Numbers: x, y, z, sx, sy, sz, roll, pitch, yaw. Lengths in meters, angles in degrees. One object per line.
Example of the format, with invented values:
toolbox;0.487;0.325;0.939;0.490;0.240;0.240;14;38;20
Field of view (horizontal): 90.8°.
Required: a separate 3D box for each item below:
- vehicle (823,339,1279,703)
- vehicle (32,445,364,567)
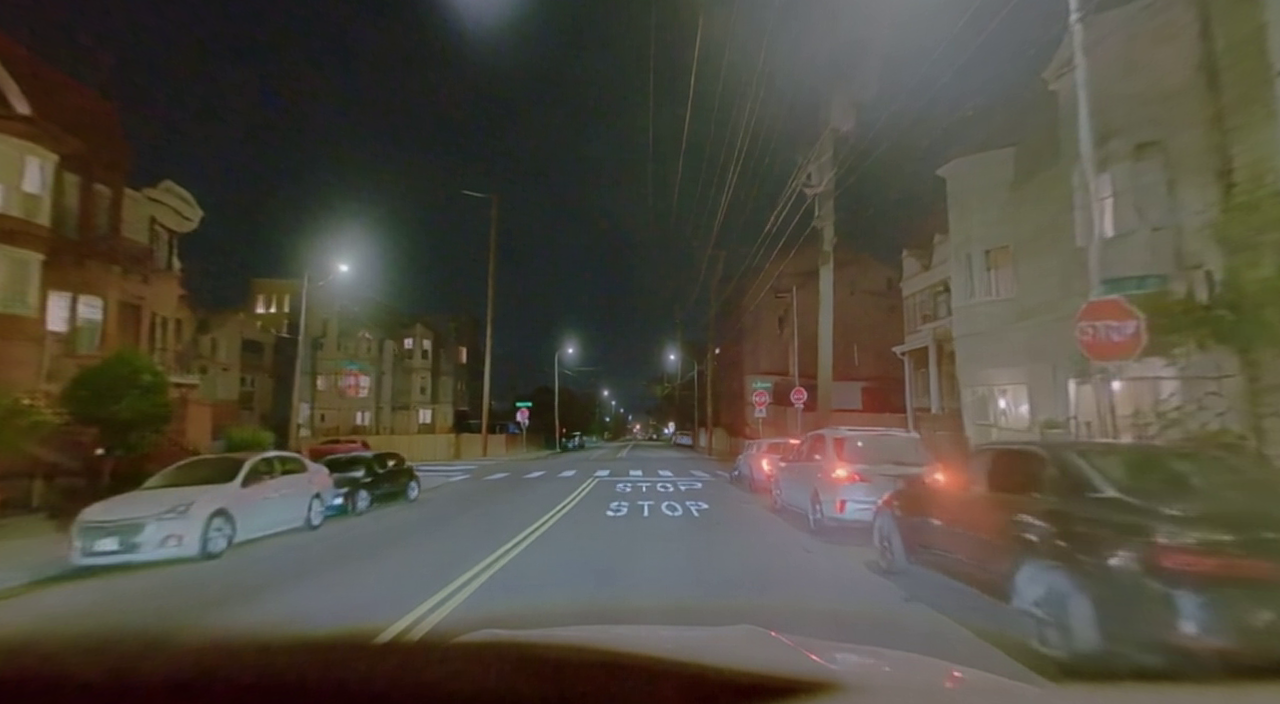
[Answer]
vehicle;3.283;1.211;5.010;2.086;1.759;5.461;0;-8;1
vehicle;-6.383;2.207;9.995;2.098;1.454;4.449;0;-8;-1
